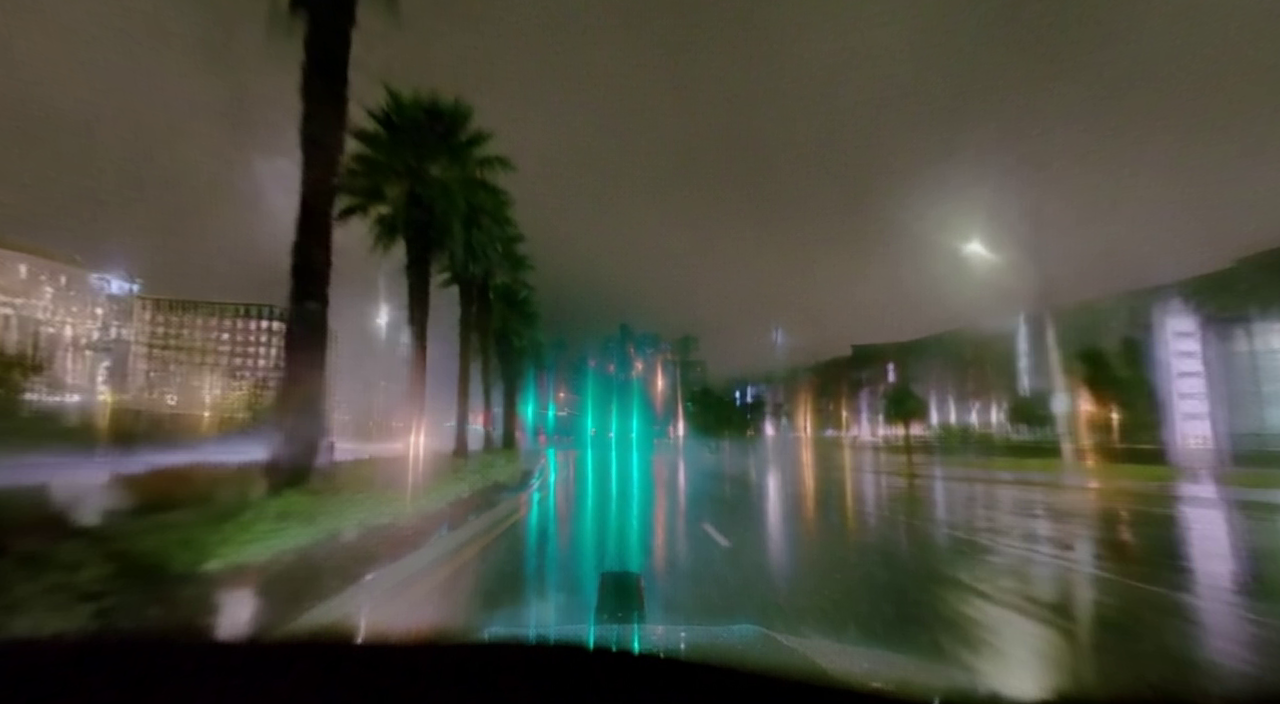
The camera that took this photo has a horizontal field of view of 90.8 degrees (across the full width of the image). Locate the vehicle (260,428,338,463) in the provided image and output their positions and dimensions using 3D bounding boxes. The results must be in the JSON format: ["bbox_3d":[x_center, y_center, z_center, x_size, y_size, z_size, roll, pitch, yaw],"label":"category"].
[{"bbox_3d":[-17.753,4.915,33.190,2.061,1.699,4.606,1,-9,-8],"label":"vehicle"}]
